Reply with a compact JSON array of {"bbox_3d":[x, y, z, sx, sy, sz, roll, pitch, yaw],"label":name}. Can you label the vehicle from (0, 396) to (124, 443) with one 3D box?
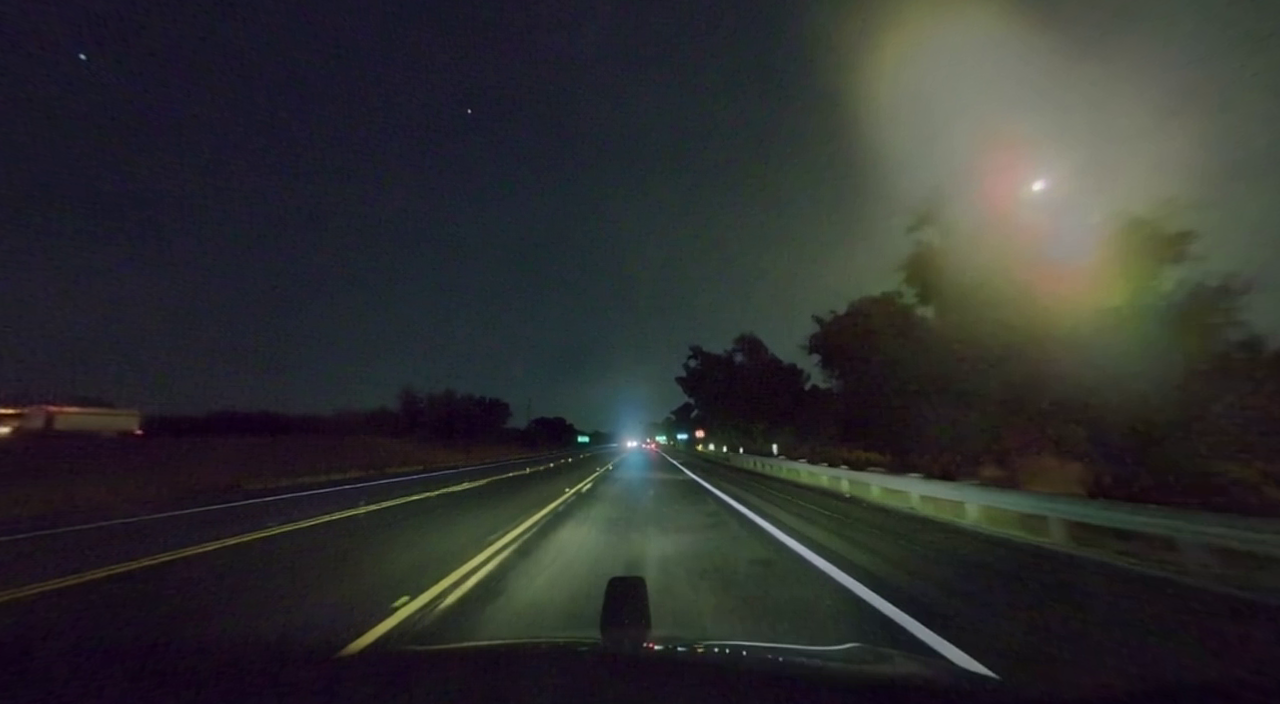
[{"bbox_3d":[-44.852,5.416,49.100,2.936,3.379,6.923,0,-8,1],"label":"vehicle"}]
